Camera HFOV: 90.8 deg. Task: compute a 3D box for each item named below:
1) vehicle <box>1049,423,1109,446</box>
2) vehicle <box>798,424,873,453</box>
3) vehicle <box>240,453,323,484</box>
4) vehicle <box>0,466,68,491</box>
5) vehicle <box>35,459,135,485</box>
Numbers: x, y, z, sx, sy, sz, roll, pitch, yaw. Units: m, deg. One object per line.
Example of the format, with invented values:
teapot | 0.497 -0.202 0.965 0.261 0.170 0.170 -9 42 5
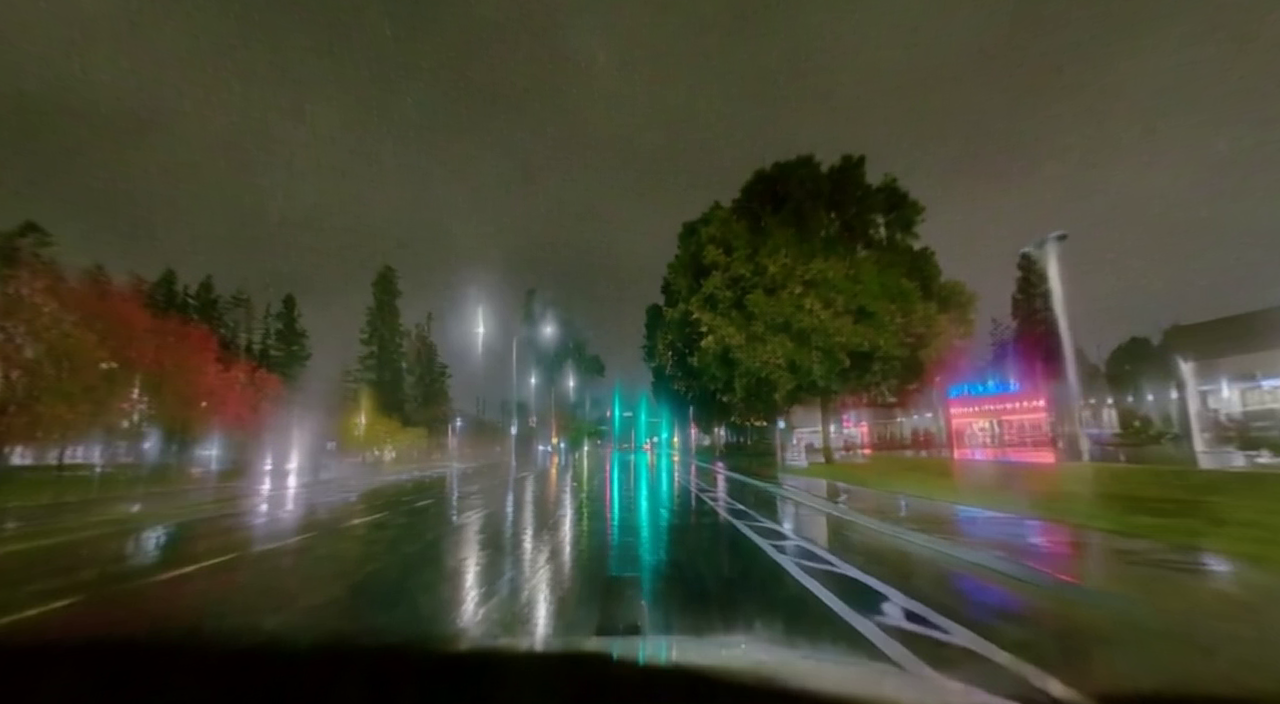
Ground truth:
vehicle | 32.956 6.240 47.596 1.780 1.456 4.390 -6 -10 8
vehicle | 13.637 6.040 44.197 4.514 1.929 1.991 0 -8 -4
vehicle | -19.118 6.217 33.936 1.825 1.457 4.454 0 -8 0
vehicle | -36.483 7.512 37.465 3.395 1.354 1.608 0 -8 -4
vehicle | -37.090 8.003 42.293 4.772 1.580 2.040 0 -8 2
